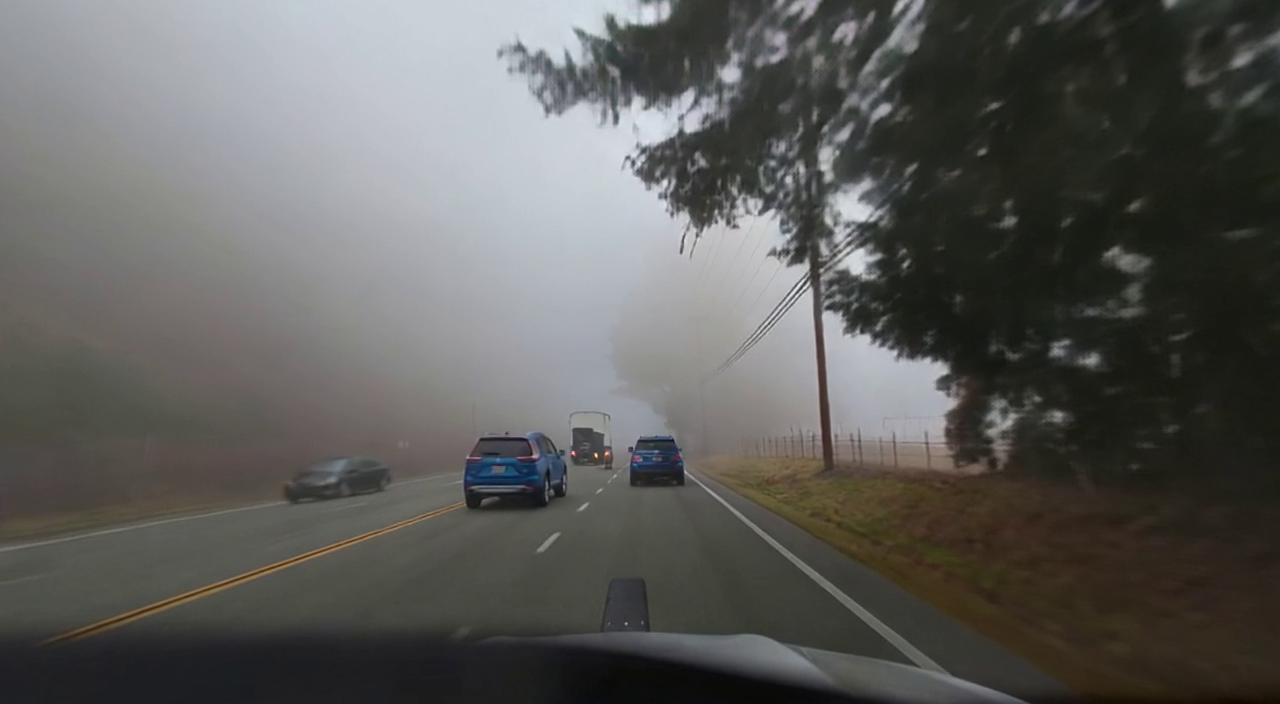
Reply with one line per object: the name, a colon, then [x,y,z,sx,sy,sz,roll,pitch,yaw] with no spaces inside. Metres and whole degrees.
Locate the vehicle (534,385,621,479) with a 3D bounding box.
vehicle: [-2.634,3.974,30.388,2.928,3.658,10.953,0,-9,1]

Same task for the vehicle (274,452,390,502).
vehicle: [-11.525,4.662,24.018,2.077,1.638,4.584,0,-9,0]

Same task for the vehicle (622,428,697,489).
vehicle: [0.610,3.429,20.549,2.174,1.749,4.113,0,-9,1]

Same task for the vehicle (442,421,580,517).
vehicle: [-2.709,2.595,14.455,2.093,1.832,4.508,0,-9,1]
